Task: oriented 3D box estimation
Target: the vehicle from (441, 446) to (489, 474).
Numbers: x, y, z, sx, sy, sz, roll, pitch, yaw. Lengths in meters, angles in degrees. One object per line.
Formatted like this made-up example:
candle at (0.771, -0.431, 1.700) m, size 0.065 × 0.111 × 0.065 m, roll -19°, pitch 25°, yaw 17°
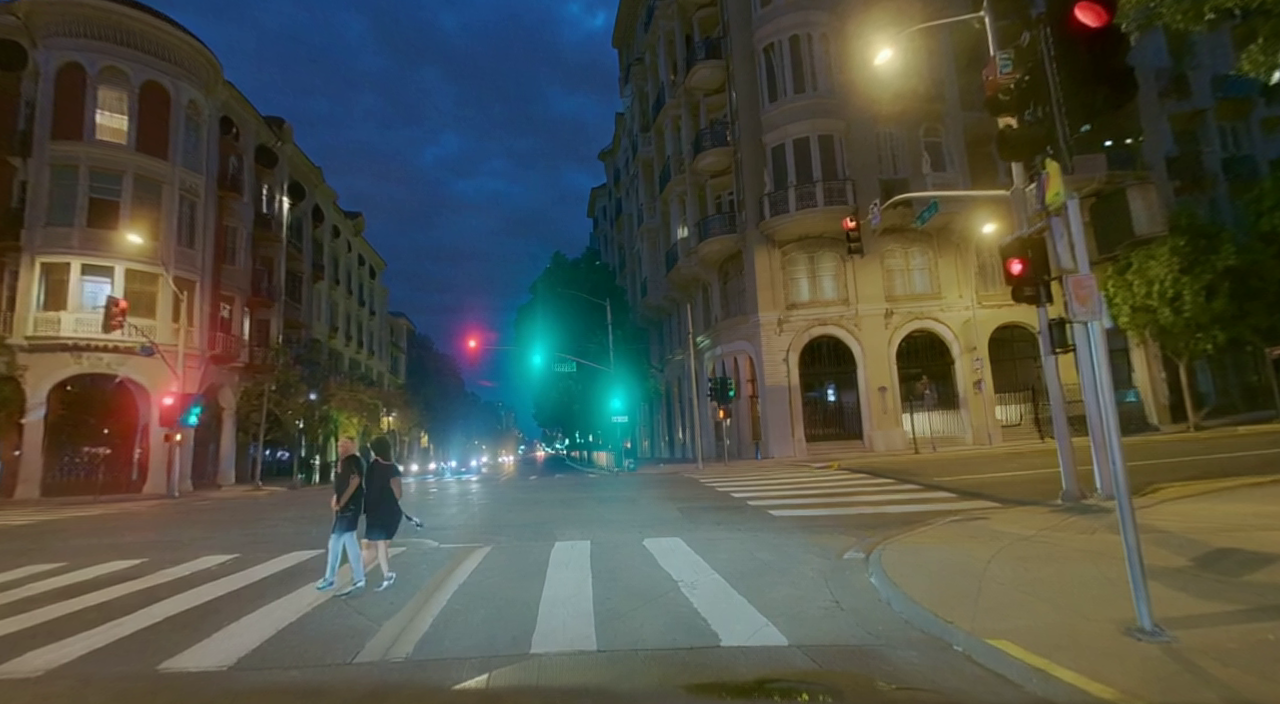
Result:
vehicle at (-10.470, 6.460, 38.078) m, size 2.196 × 1.503 × 4.371 m, roll 1°, pitch -8°, yaw -8°
